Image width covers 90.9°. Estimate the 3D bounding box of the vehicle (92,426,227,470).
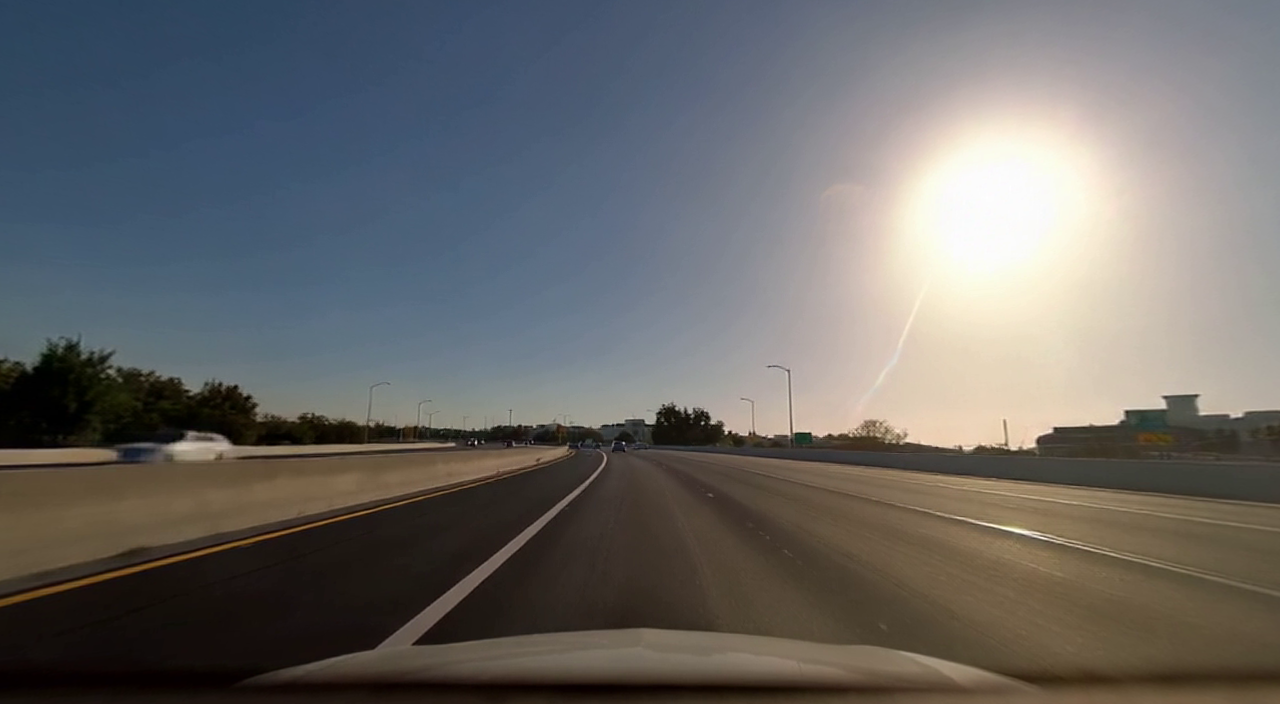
[{"bbox_3d":[-21.062,4.237,27.978,2.173,1.742,4.918,0,-8,-1],"label":"vehicle"}]
